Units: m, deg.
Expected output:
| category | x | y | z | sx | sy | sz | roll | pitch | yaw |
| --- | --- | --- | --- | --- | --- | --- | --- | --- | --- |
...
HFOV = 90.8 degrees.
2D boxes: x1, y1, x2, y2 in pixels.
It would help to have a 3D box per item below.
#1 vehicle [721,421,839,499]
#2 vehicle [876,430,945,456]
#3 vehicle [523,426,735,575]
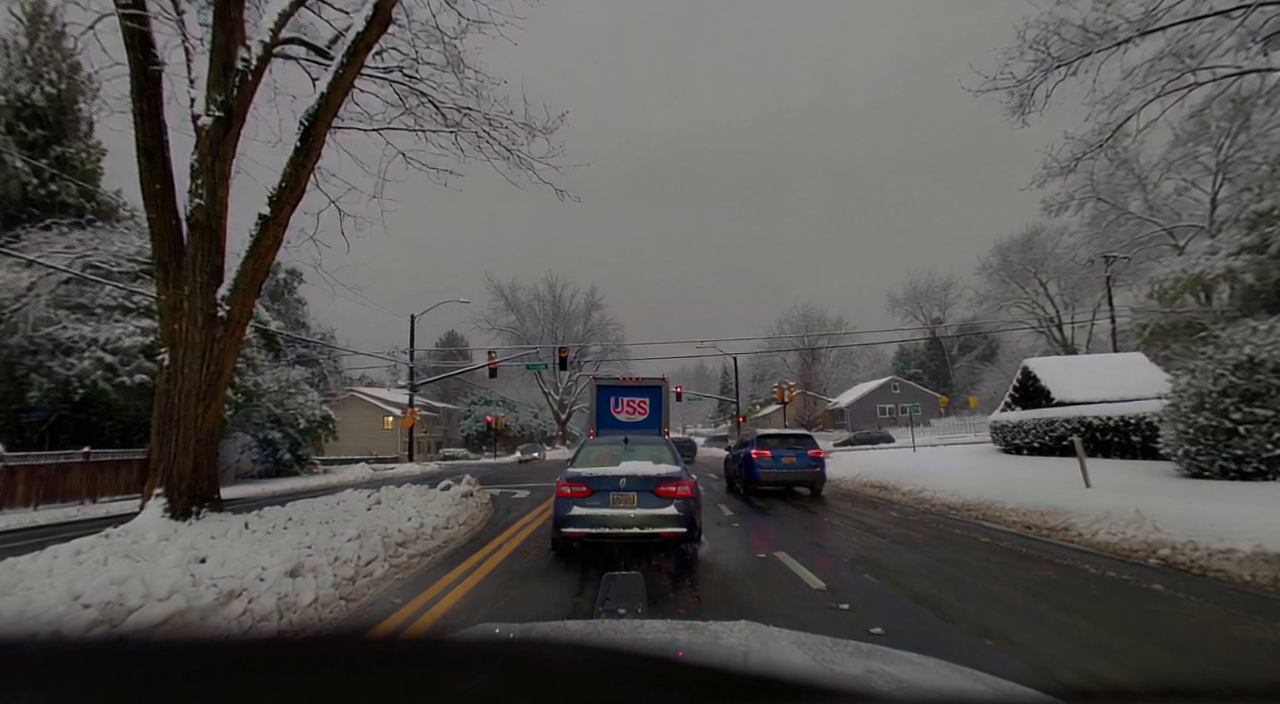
| category | x | y | z | sx | sy | sz | roll | pitch | yaw |
| --- | --- | --- | --- | --- | --- | --- | --- | --- | --- |
| vehicle | 3.643 | 2.917 | 17.423 | 2.145 | 1.847 | 4.524 | 0 | -8 | -1 |
| vehicle | 19.634 | 6.627 | 45.998 | 4.033 | 1.778 | 2.015 | 1 | -8 | -7 |
| vehicle | -0.151 | 1.810 | 8.549 | 2.135 | 1.483 | 4.207 | 0 | -8 | -1 |
